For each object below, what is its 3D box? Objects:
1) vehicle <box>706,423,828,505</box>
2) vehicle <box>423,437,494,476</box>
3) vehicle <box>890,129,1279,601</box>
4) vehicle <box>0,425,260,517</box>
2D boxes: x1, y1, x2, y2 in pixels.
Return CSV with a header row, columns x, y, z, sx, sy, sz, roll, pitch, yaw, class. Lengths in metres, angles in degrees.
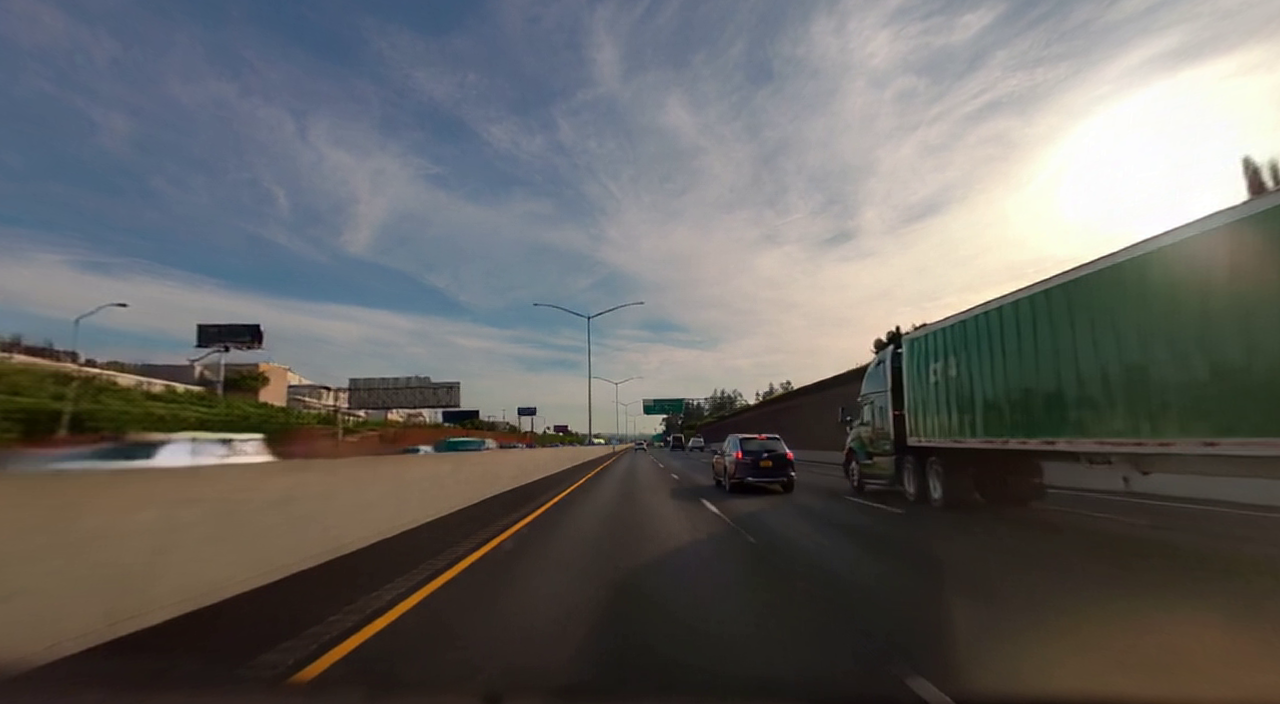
x,y,z,sx,sy,sz,roll,pitch,yaw,class
2.906,2.688,15.555,1.973,1.710,4.476,0,-9,-1,vehicle
-7.344,4.281,25.954,1.808,1.468,3.541,0,-9,1,vehicle
6.994,0.225,6.269,2.864,4.060,14.637,0,-9,-1,vehicle
-10.979,2.531,13.956,2.018,1.637,5.003,0,-9,0,vehicle
